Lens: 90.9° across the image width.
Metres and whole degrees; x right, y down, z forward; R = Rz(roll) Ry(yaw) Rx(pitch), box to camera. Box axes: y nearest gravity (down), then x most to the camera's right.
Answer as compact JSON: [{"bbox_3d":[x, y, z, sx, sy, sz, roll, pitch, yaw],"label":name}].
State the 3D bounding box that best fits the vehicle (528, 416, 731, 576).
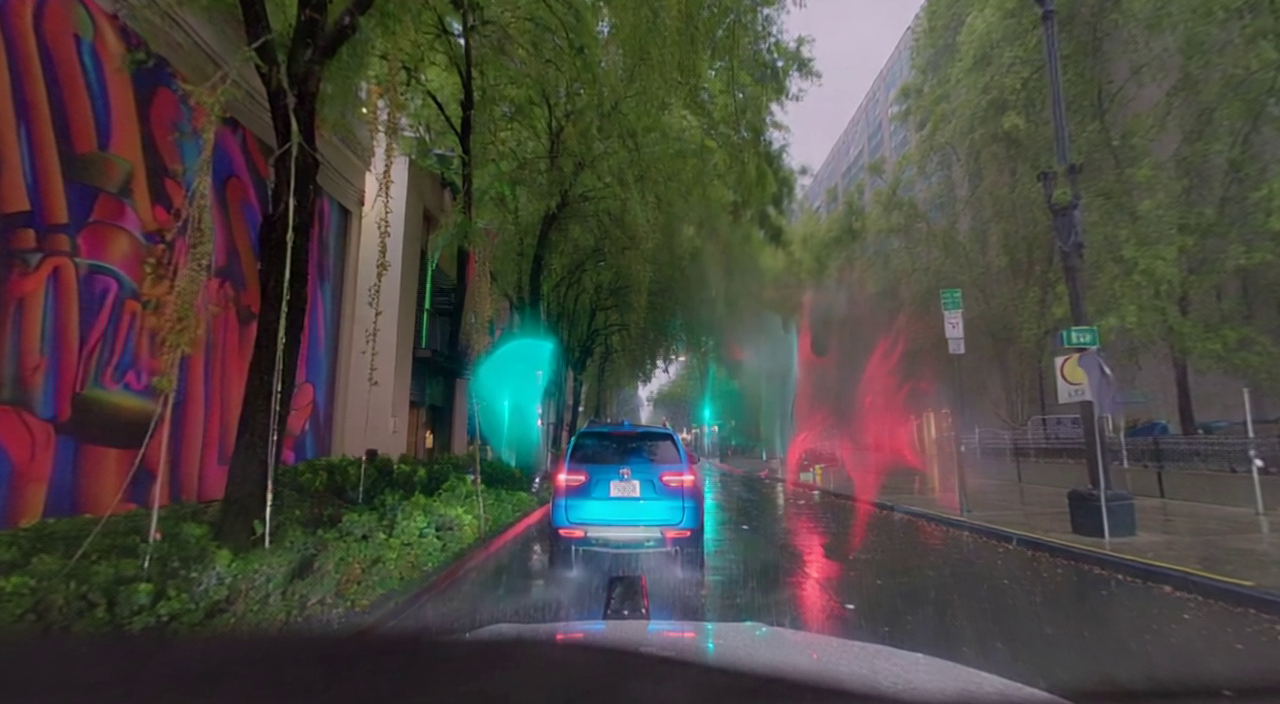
[{"bbox_3d":[-0.130,1.766,8.470,2.079,1.621,3.861,0,-8,-1],"label":"vehicle"}]
